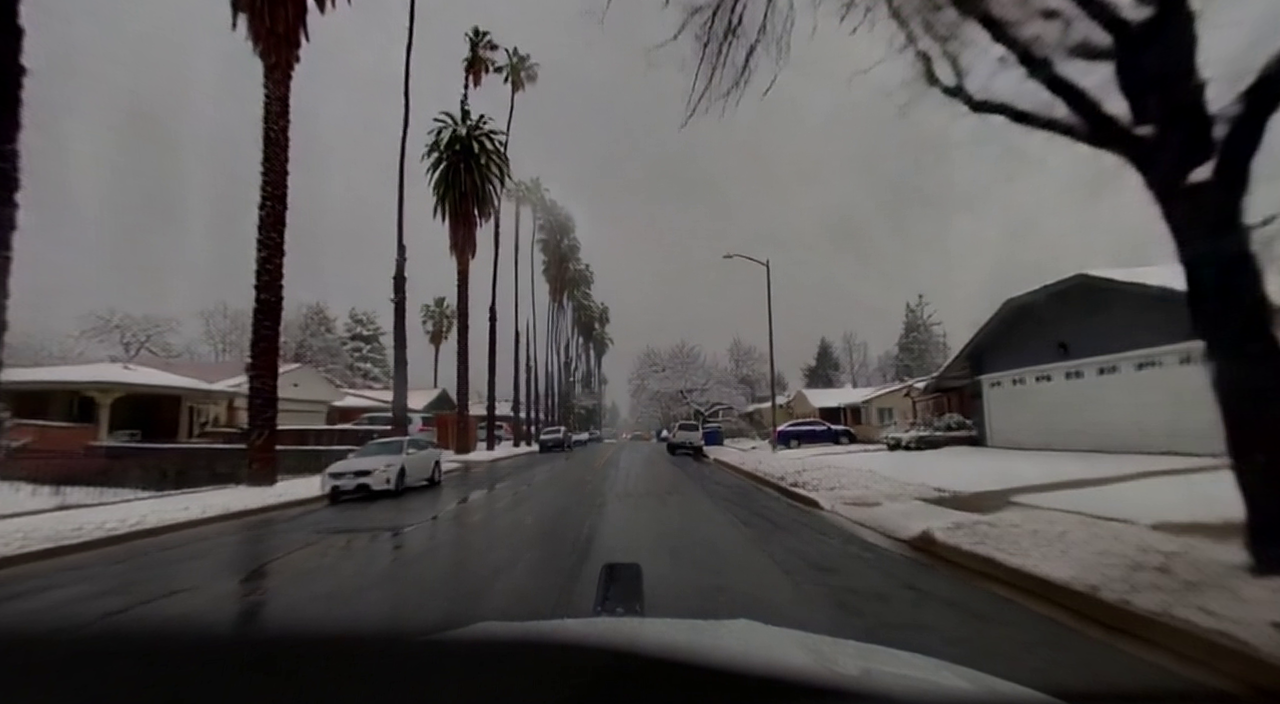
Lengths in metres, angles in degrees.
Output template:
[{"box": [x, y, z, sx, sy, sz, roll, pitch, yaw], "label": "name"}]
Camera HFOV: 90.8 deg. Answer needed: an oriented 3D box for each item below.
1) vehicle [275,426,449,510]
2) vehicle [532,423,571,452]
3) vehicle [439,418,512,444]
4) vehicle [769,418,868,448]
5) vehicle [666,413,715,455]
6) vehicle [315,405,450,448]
[{"box": [-5.816, 2.411, 13.938, 1.949, 1.511, 4.466, 0, -6, -2], "label": "vehicle"}, {"box": [-5.960, 5.758, 42.985, 2.147, 1.823, 4.725, 0, -6, -2], "label": "vehicle"}, {"box": [-12.576, 6.078, 48.620, 4.991, 1.947, 2.329, 0, -7, -3], "label": "vehicle"}, {"box": [9.263, 4.231, 33.064, 4.643, 1.520, 1.826, 0, -7, 1], "label": "vehicle"}, {"box": [2.604, 4.452, 34.154, 2.184, 2.038, 6.212, 0, -7, 0], "label": "vehicle"}, {"box": [-12.061, 3.554, 29.924, 5.340, 1.948, 2.398, 0, -7, -1], "label": "vehicle"}]
